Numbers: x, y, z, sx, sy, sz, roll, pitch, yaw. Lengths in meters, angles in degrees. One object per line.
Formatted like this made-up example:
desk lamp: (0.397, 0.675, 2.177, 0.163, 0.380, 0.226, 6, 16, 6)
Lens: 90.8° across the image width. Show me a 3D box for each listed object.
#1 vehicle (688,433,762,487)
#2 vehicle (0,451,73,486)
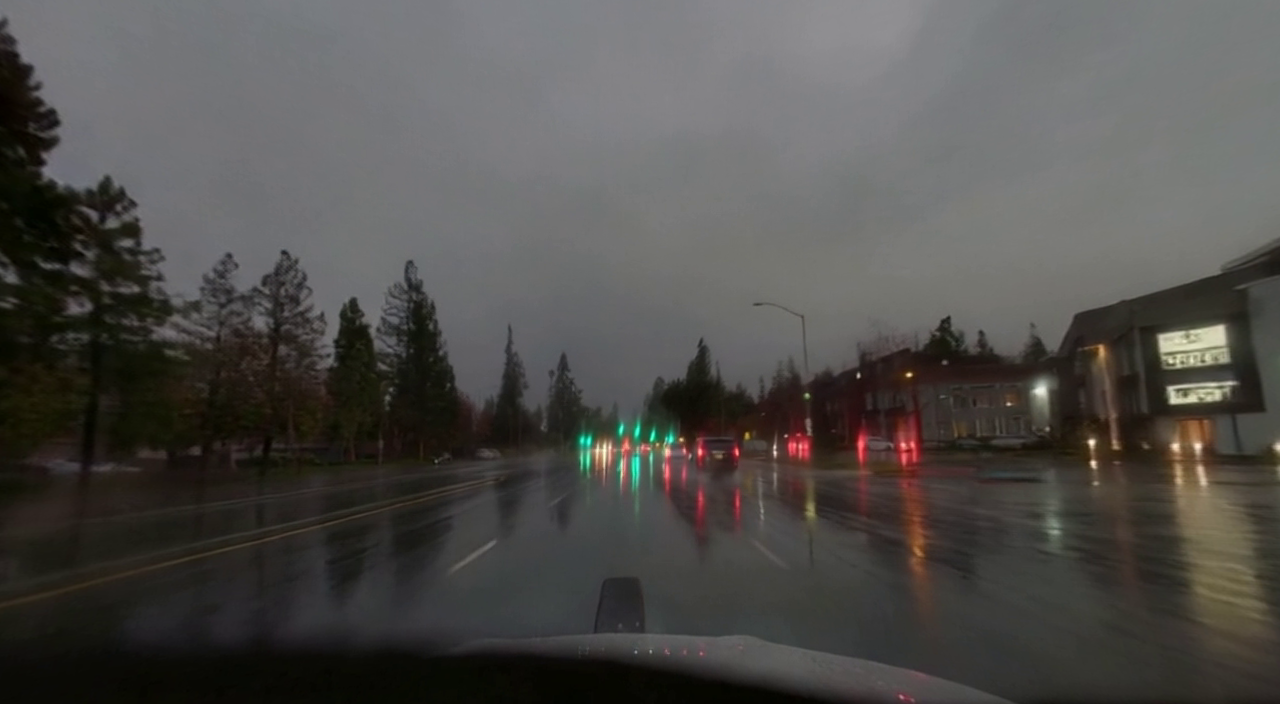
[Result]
vehicle: (3.034, 3.987, 23.592, 2.060, 1.816, 4.343, 0, -9, -1)
vehicle: (-33.269, 6.081, 33.173, 4.932, 1.730, 1.939, 0, -9, -2)
